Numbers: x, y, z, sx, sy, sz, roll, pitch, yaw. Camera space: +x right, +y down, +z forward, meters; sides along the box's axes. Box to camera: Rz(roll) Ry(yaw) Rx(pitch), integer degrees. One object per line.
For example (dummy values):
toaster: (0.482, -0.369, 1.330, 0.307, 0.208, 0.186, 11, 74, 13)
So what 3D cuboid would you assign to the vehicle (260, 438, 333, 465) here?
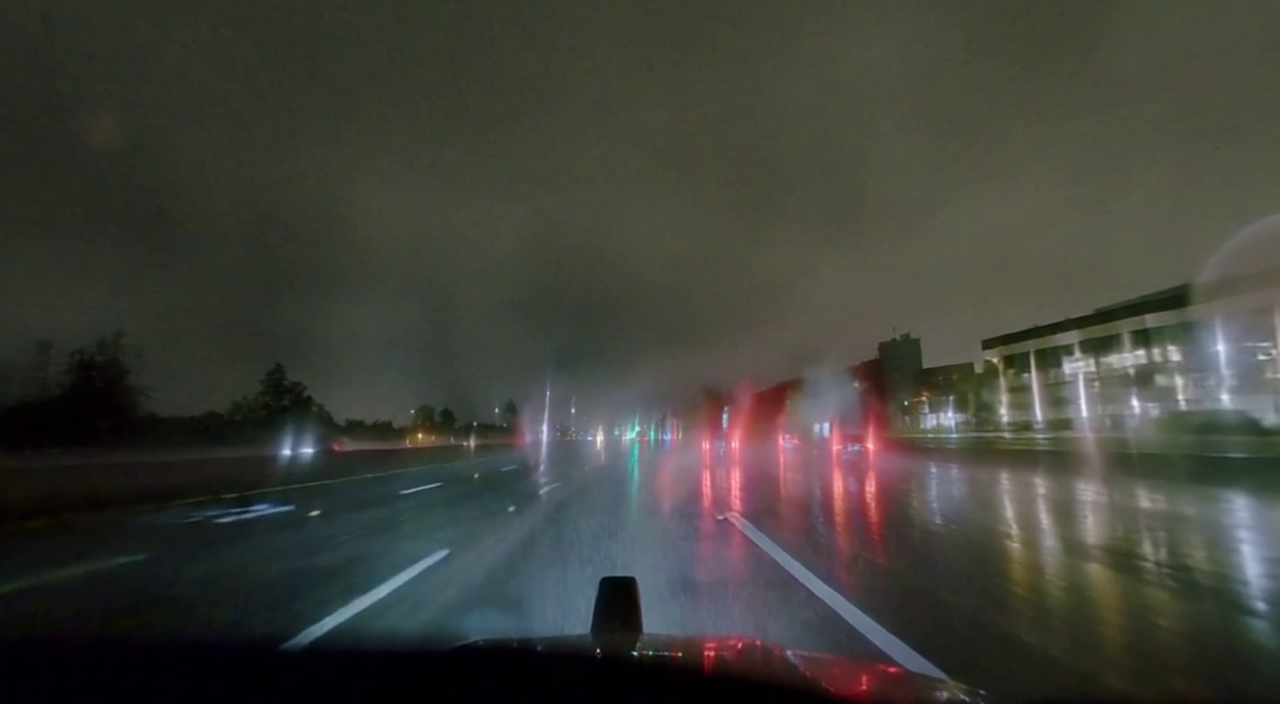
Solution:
vehicle: (-21.334, 6.189, 39.268, 1.948, 1.556, 4.487, 0, -8, 1)
